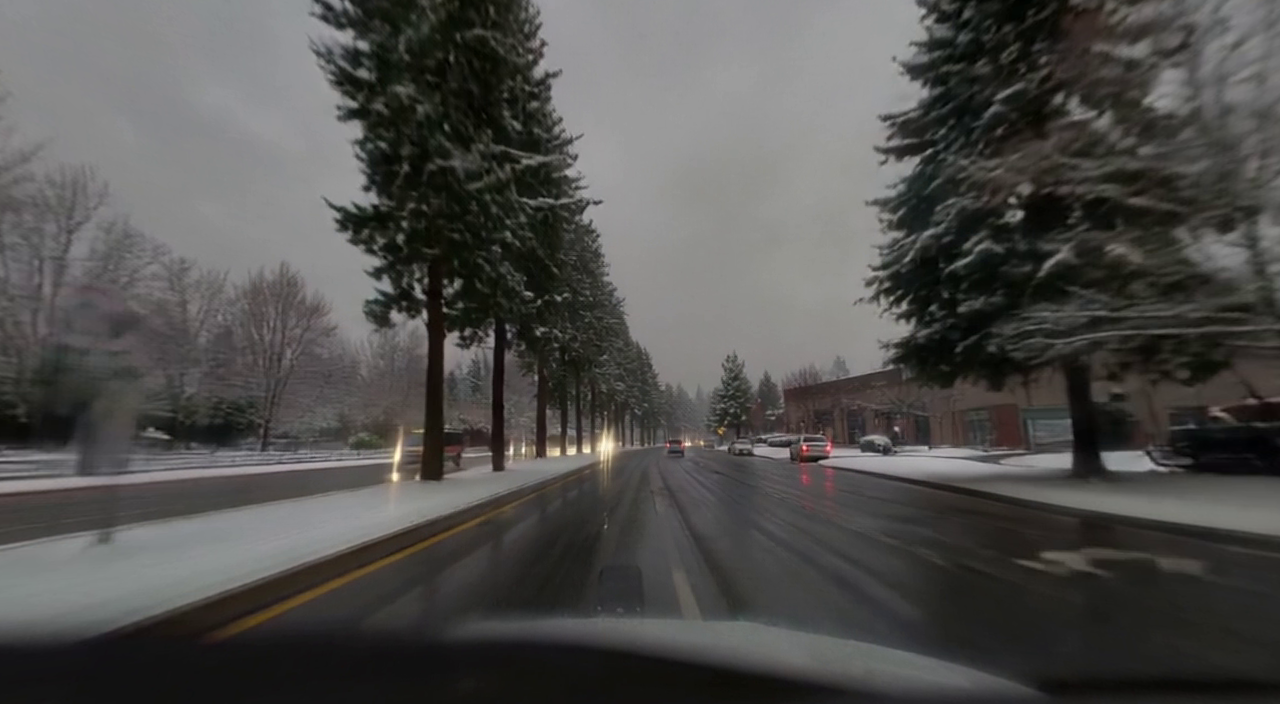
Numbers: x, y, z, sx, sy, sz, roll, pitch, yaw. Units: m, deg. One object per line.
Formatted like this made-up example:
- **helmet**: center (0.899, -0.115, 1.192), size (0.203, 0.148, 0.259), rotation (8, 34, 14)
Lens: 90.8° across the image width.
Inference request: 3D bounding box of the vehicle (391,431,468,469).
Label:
- **vehicle**: center (-14.179, 6.678, 43.190), size (2.626, 2.310, 6.781), rotation (-1, -9, 3)

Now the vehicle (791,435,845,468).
- **vehicle**: center (11.373, 6.434, 40.731), size (2.264, 1.958, 5.135), rotation (-1, -9, 4)
